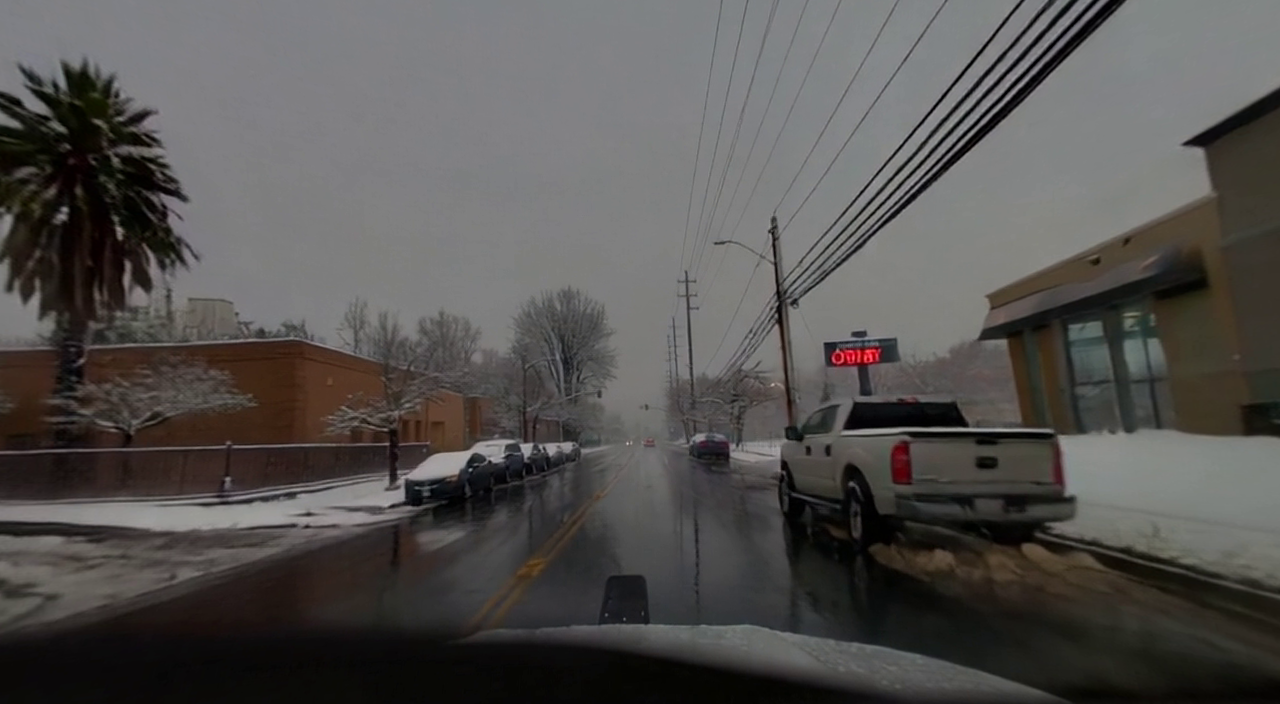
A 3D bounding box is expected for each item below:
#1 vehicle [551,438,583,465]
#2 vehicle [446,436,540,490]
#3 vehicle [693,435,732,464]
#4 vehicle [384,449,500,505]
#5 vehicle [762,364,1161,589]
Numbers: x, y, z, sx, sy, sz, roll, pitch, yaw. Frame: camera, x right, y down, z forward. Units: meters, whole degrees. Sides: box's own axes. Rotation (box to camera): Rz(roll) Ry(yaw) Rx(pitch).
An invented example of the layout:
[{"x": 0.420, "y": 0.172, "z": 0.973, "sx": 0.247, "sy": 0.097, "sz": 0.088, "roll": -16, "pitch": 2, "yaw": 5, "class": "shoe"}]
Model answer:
[{"x": -5.439, "y": 7.468, "z": 47.563, "sx": 2.126, "sy": 1.864, "sz": 4.831, "roll": 0, "pitch": -8, "yaw": -3, "class": "vehicle"}, {"x": -5.574, "y": 4.265, "z": 24.706, "sx": 2.286, "sy": 1.836, "sz": 5.088, "roll": -1, "pitch": -8, "yaw": 2, "class": "vehicle"}, {"x": 4.256, "y": 5.778, "z": 37.542, "sx": 1.948, "sy": 1.607, "sz": 4.873, "roll": -1, "pitch": -8, "yaw": 3, "class": "vehicle"}, {"x": -5.841, "y": 3.723, "z": 19.319, "sx": 1.982, "sy": 1.453, "sz": 4.577, "roll": 0, "pitch": -8, "yaw": 1, "class": "vehicle"}, {"x": 3.628, "y": 1.602, "z": 9.050, "sx": 2.485, "sy": 2.123, "sz": 6.029, "roll": 0, "pitch": -8, "yaw": 0, "class": "vehicle"}]
